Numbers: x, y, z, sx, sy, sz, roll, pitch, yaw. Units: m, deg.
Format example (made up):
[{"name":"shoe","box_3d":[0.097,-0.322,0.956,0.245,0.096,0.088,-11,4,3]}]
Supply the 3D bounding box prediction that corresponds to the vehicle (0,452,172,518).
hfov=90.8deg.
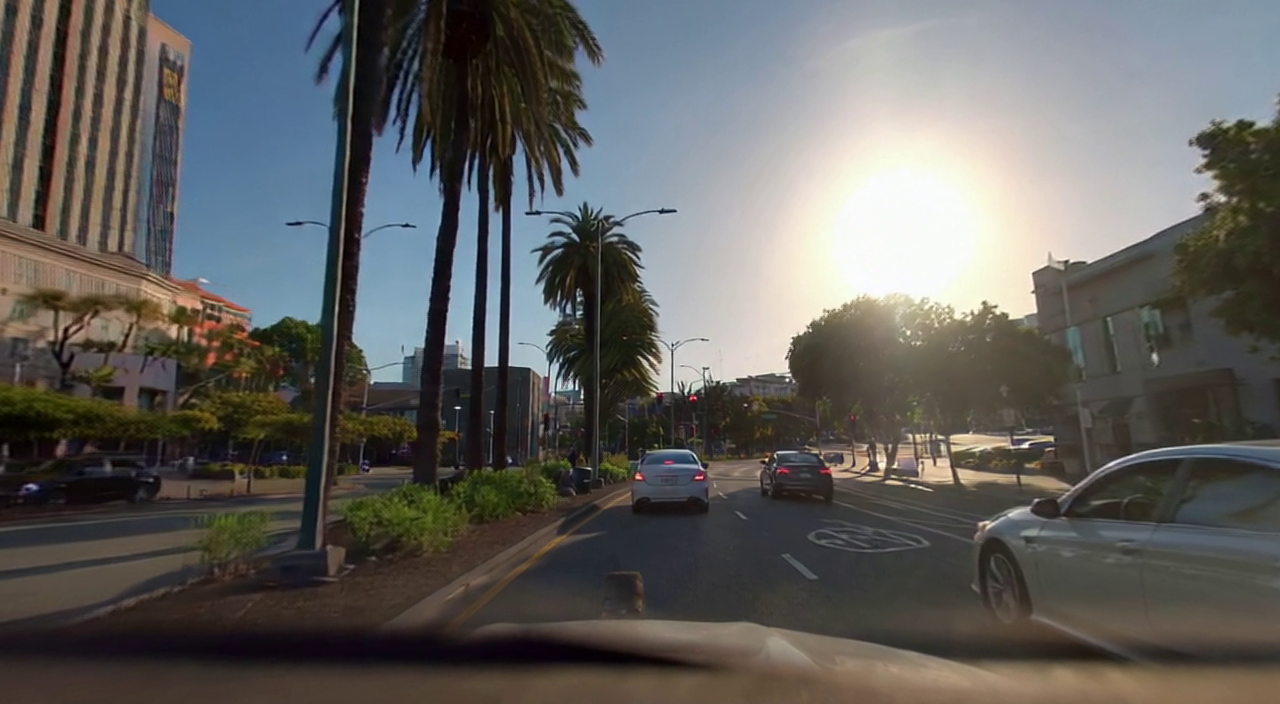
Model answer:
[{"name":"vehicle","box_3d":[-16.923,3.841,18.868,2.078,1.662,4.436,-2,-9,9]}]

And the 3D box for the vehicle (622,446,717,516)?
[{"name":"vehicle","box_3d":[0.782,3.090,15.628,2.078,1.503,3.681,-1,-9,5]}]

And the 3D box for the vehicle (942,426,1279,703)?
[{"name":"vehicle","box_3d":[3.732,1.209,3.695,1.913,1.469,4.425,-1,-9,3]}]

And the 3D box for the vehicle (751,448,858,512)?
[{"name":"vehicle","box_3d":[4.287,3.389,17.244,1.920,1.490,4.417,-1,-9,3]}]
